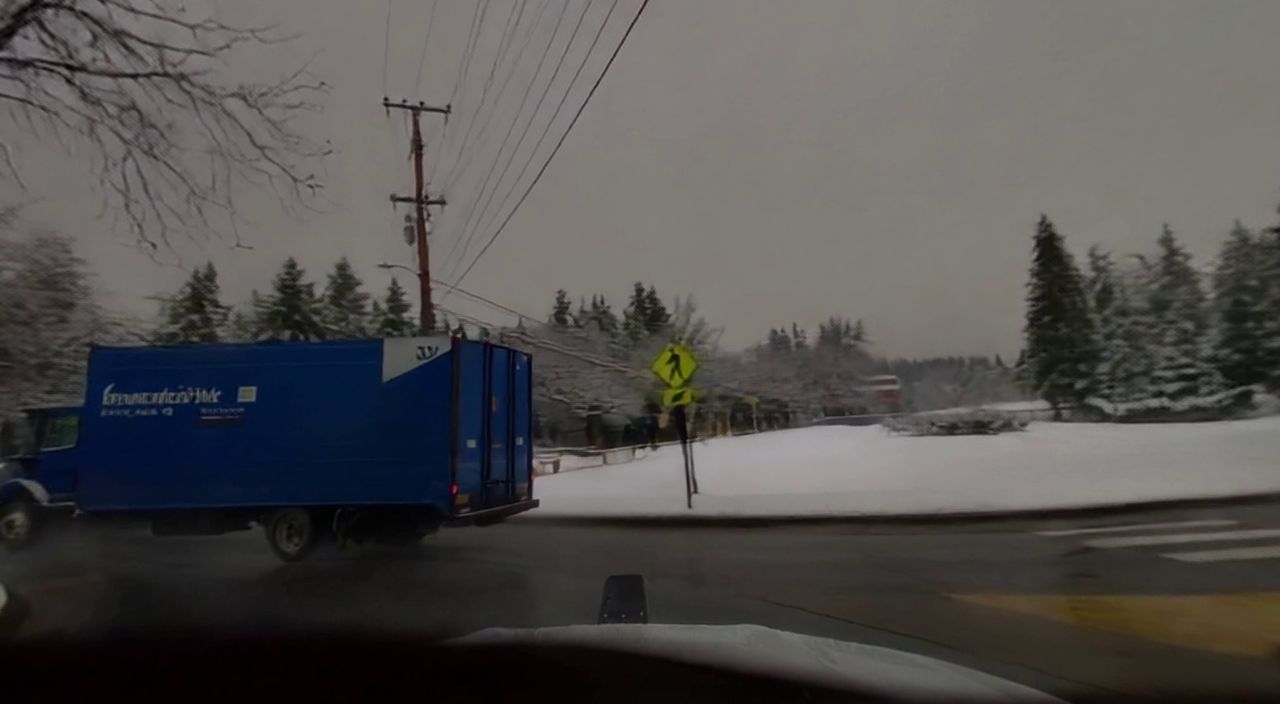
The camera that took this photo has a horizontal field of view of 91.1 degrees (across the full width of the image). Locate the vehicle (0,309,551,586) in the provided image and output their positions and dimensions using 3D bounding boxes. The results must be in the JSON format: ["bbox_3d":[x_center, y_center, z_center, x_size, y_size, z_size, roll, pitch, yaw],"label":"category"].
[{"bbox_3d":[-6.493,1.552,10.671,9.680,3.326,2.838,-3,-8,21],"label":"vehicle"}]
